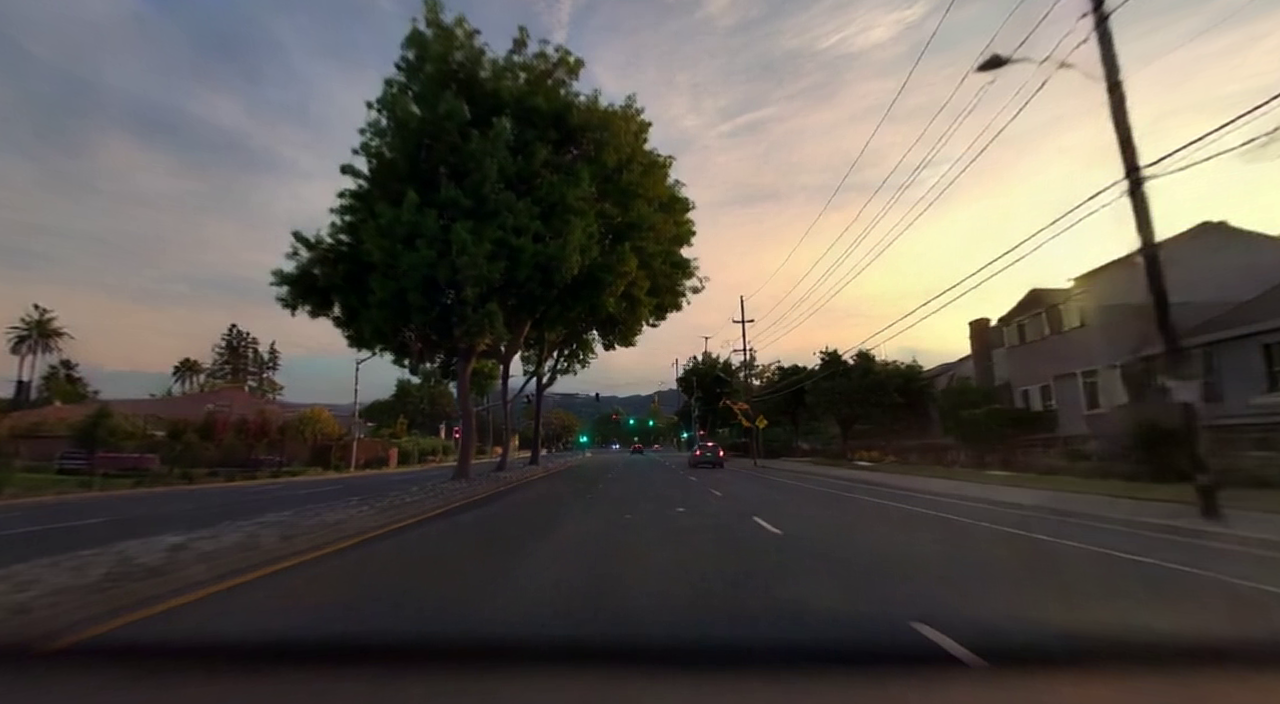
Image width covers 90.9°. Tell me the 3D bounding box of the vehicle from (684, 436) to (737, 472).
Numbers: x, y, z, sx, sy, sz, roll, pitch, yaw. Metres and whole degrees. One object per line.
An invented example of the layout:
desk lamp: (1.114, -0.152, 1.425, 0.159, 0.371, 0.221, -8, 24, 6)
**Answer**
vehicle: (3.683, 5.426, 33.806, 2.240, 1.781, 4.433, 0, -8, -1)
